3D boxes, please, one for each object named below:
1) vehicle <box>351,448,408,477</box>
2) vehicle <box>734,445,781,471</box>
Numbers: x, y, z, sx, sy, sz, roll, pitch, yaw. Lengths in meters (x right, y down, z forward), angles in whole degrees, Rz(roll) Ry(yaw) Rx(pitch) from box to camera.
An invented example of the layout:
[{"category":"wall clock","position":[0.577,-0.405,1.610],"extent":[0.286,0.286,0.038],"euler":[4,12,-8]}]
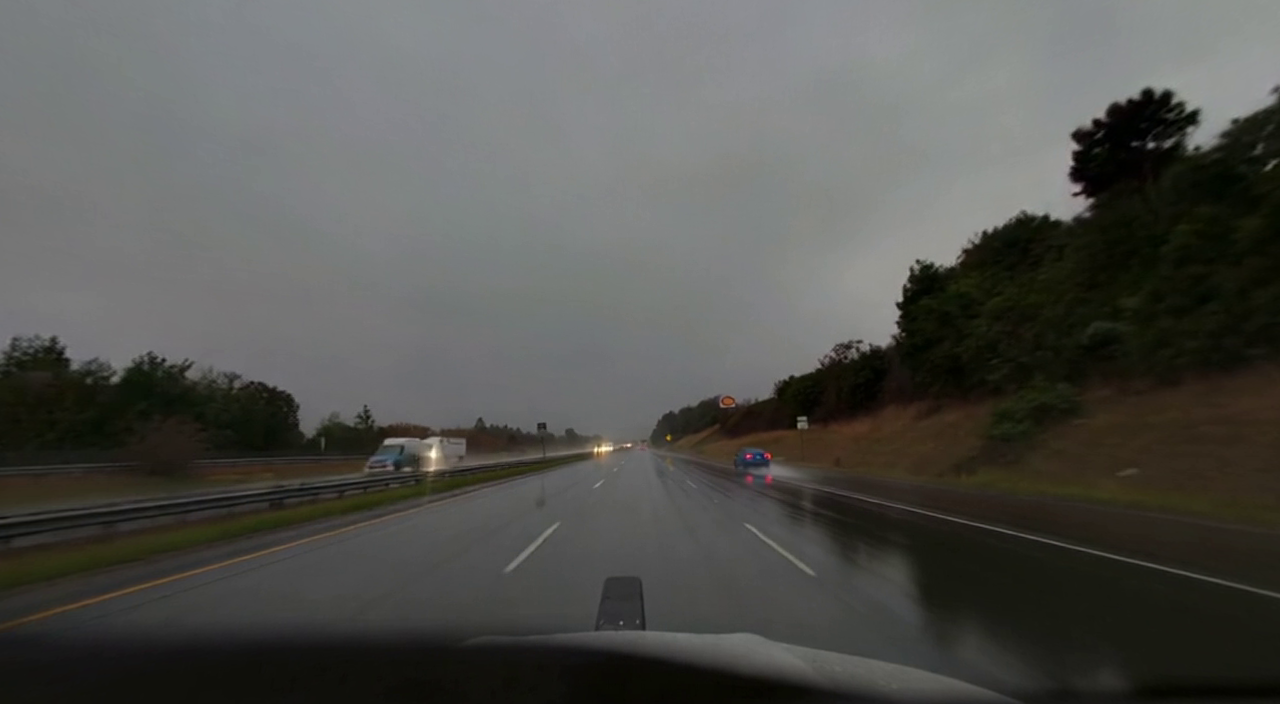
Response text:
[{"category":"vehicle","position":[-19.397,8.215,47.226],"extent":[2.091,2.078,5.210],"euler":[0,-9,-1]},{"category":"vehicle","position":[7.041,6.395,38.151],"extent":[1.967,1.472,3.751],"euler":[0,-9,-3]}]
